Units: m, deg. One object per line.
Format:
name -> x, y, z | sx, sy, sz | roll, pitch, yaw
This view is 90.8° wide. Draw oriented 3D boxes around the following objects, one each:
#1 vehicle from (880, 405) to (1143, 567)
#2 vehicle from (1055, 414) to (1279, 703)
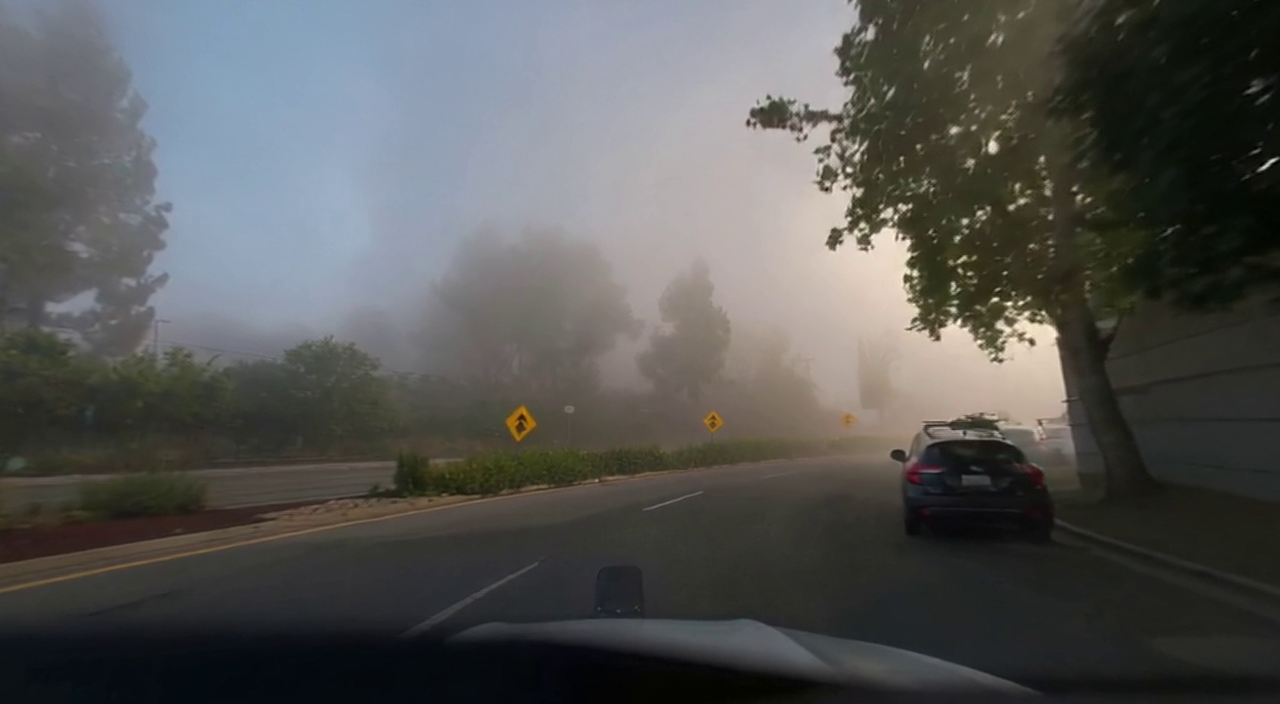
vehicle -> 4.781, 1.744, 9.135 | 2.195, 1.605, 5.134 | -3, -9, 19
vehicle -> 3.462, 0.856, 1.822 | 1.877, 1.416, 4.604 | -1, -8, 7
